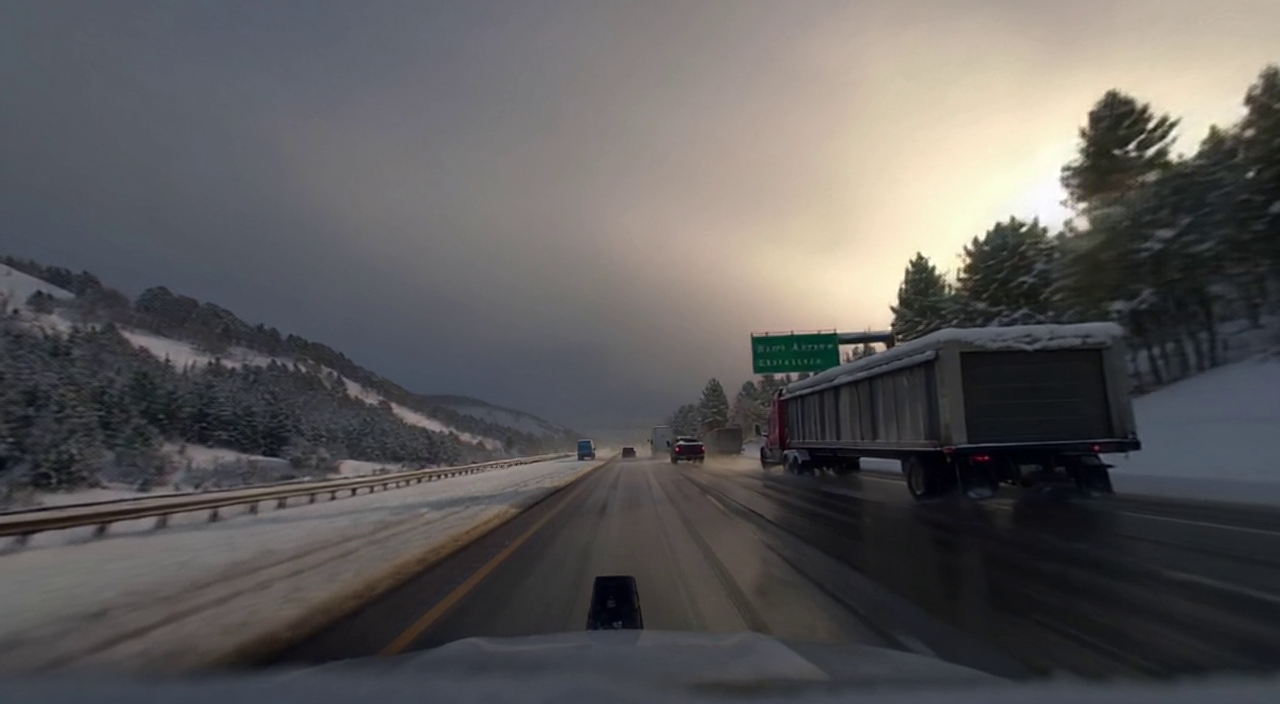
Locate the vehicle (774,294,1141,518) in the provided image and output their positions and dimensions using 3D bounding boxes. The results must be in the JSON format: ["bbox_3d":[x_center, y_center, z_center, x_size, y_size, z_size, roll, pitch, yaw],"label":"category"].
[{"bbox_3d":[7.588,2.209,19.923,2.935,4.187,16.357,0,-9,-1],"label":"vehicle"}]

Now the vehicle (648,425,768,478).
[{"bbox_3d":[3.000,4.525,28.752,5.075,2.277,2.365,0,-9,-3],"label":"vehicle"}]
